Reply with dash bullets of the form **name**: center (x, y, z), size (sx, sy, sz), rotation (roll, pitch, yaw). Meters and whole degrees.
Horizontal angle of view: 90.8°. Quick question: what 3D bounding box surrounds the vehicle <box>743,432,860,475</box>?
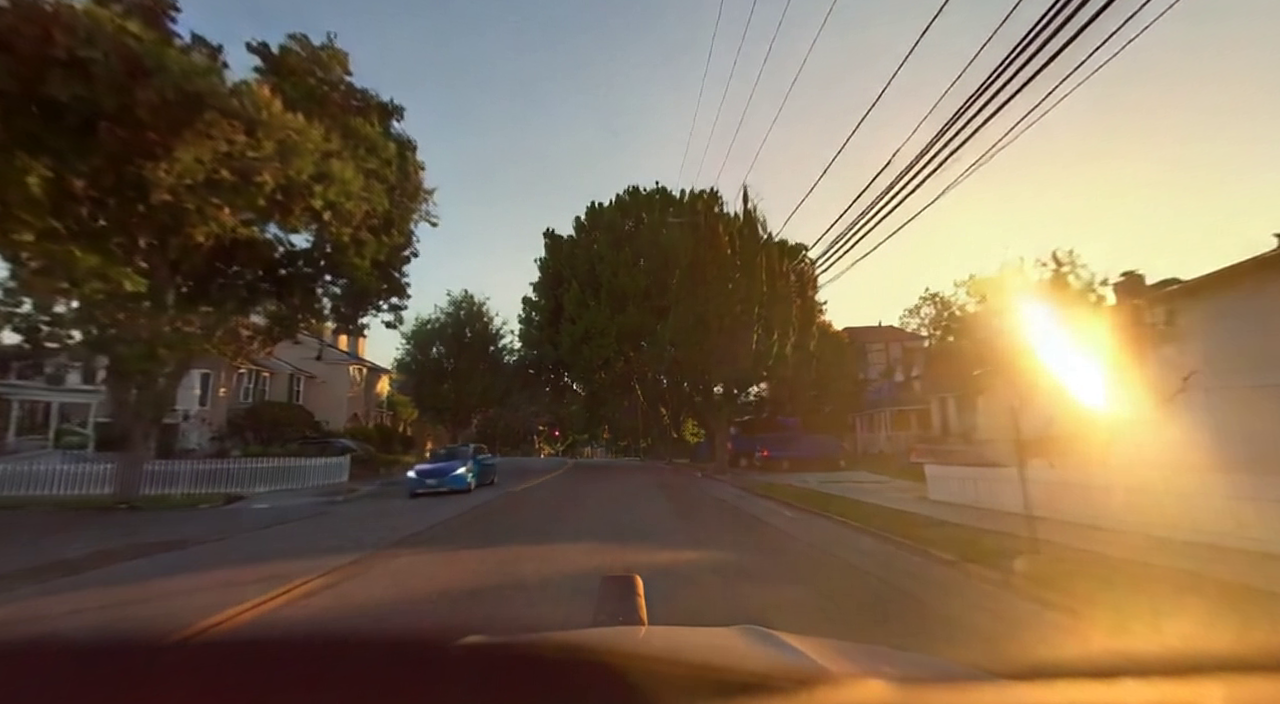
- **vehicle**: center (6.842, 4.346, 27.144), size (4.412, 1.565, 1.957), rotation (-3, -8, -2)

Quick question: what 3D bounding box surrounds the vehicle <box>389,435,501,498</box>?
- **vehicle**: center (-5.231, 3.092, 17.604), size (1.892, 1.501, 4.335), rotation (0, -8, -2)

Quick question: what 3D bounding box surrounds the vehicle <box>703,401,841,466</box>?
- **vehicle**: center (7.496, 4.705, 36.338), size (7.115, 3.010, 2.378), rotation (-4, -9, -8)
